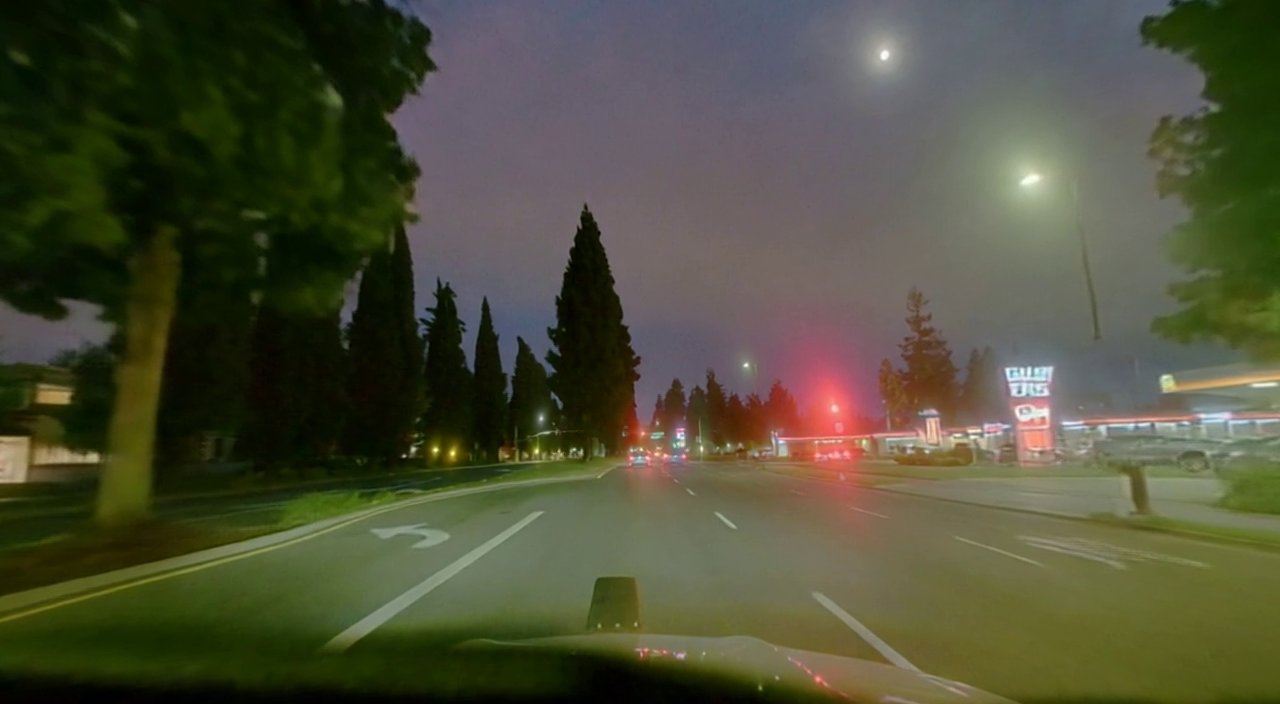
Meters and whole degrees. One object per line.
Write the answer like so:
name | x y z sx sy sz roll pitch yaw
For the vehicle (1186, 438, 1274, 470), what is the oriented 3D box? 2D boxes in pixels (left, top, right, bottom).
vehicle | 31.648 5.491 34.096 2.133 1.584 4.842 -5 -10 27

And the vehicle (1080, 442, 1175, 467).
vehicle | 34.639 7.291 45.014 2.054 1.684 4.845 7 -10 -33
